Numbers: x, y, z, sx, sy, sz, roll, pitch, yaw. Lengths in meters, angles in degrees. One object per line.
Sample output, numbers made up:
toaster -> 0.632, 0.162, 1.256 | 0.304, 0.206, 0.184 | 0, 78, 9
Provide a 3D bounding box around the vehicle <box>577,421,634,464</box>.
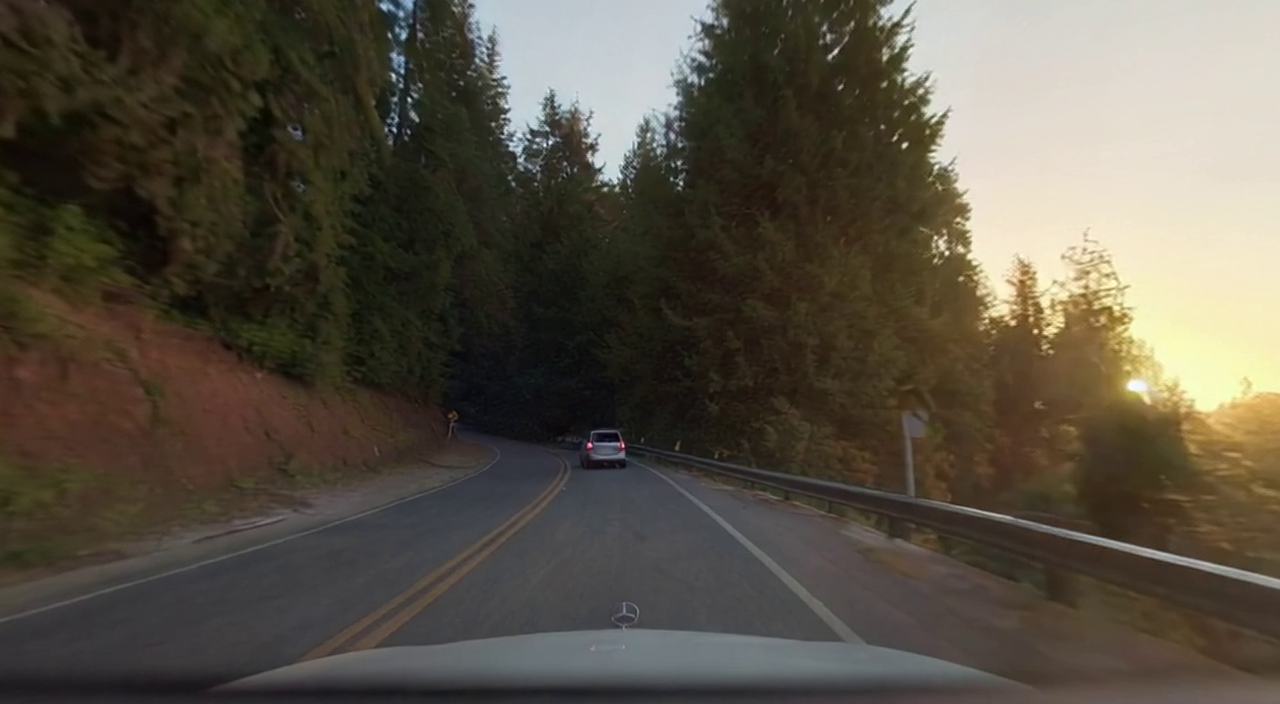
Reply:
vehicle -> -1.869, 4.587, 31.822 | 2.469, 1.953, 5.605 | 1, -9, -7
